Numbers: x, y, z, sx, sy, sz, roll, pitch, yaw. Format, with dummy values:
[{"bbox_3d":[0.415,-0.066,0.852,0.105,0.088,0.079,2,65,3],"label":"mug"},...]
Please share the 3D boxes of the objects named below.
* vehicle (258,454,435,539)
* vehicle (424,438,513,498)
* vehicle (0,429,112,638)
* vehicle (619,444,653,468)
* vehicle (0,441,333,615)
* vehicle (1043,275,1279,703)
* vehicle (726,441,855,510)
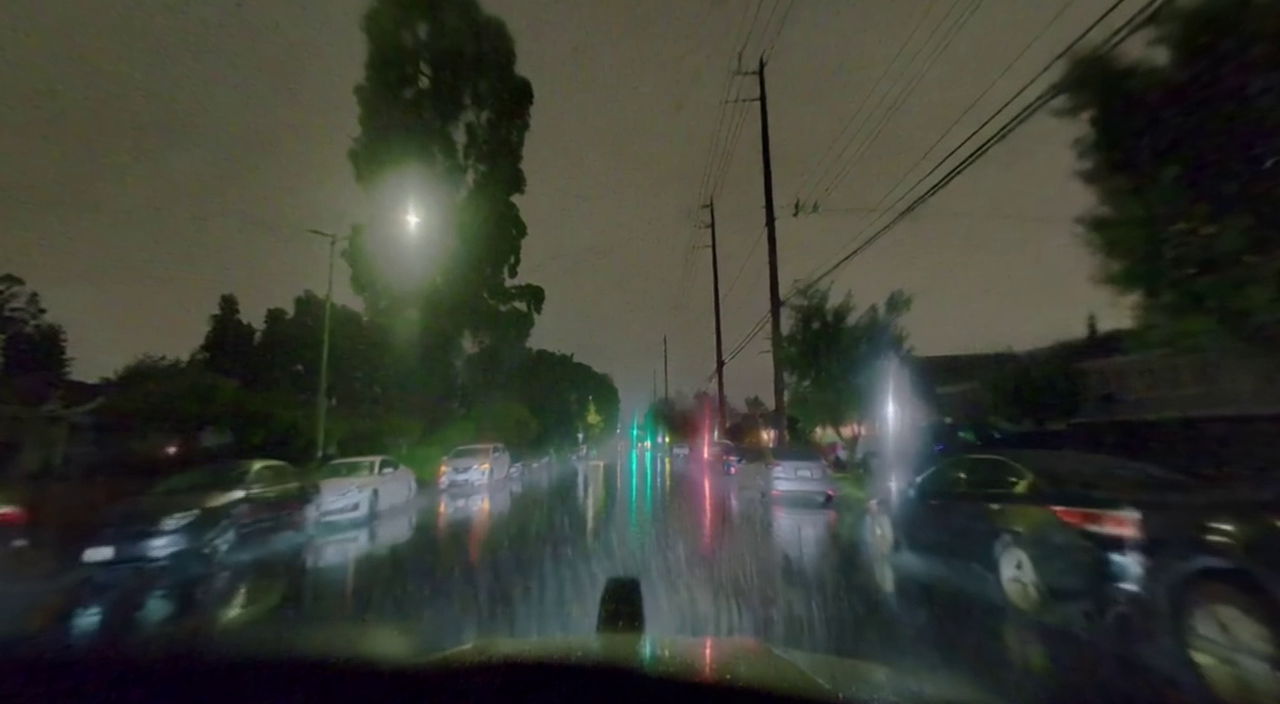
[{"bbox_3d":[-6.070,2.988,13.733,1.951,1.327,4.191,-2,-7,-1],"label":"vehicle"},{"bbox_3d":[-6.204,4.183,23.483,2.115,1.820,5.002,-3,-7,-3],"label":"vehicle"},{"bbox_3d":[-5.861,1.259,3.373,1.925,1.578,4.906,-3,-7,0],"label":"vehicle"},{"bbox_3d":[-0.298,6.800,41.481,2.062,1.509,4.305,0,-9,-1],"label":"vehicle"},{"bbox_3d":[-6.092,2.071,8.510,1.879,1.581,4.486,-3,-7,-3],"label":"vehicle"},{"bbox_3d":[3.639,0.440,0.603,2.401,1.958,5.999,0,-8,-2],"label":"vehicle"},{"bbox_3d":[3.630,3.072,16.270,2.039,1.480,4.831,0,-9,-1],"label":"vehicle"}]
